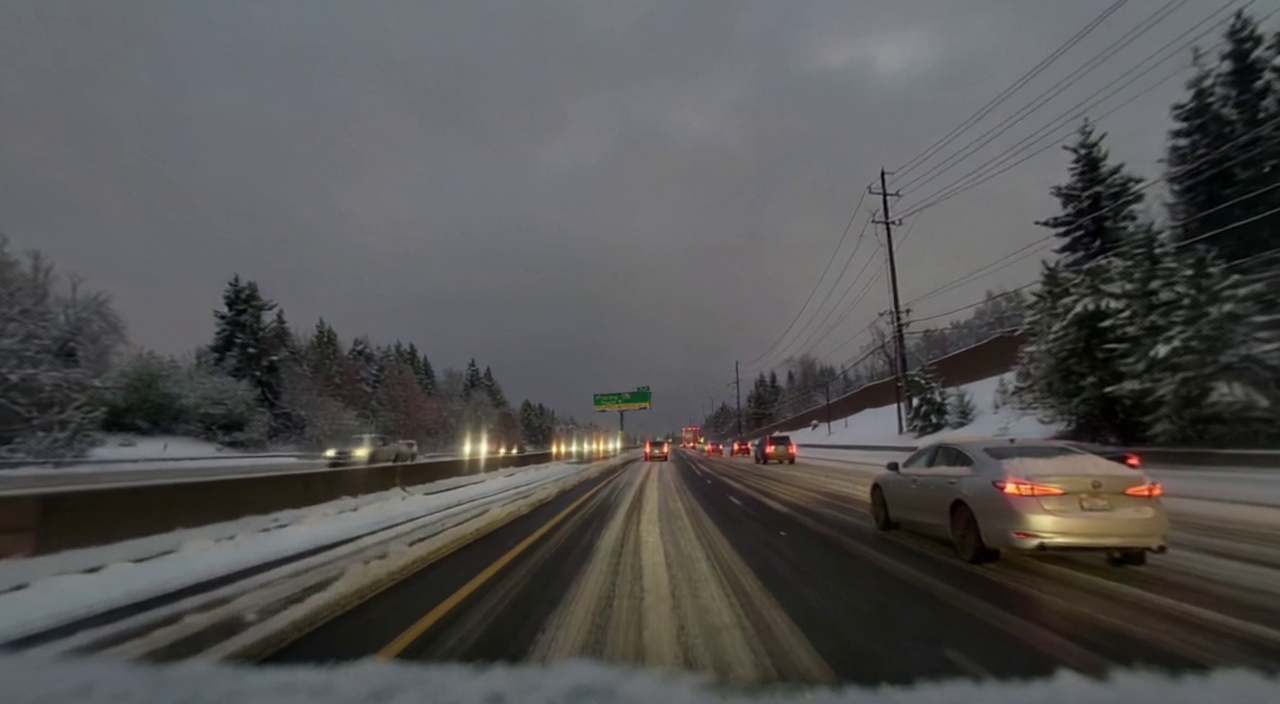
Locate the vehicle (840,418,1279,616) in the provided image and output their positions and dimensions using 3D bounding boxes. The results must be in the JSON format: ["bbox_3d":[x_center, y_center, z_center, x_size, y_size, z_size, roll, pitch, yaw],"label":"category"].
[{"bbox_3d":[3.959,1.571,7.024,1.986,1.478,4.429,0,-8,0],"label":"vehicle"}]

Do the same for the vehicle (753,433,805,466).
[{"bbox_3d":[8.145,5.734,37.341,2.041,1.821,4.562,0,-8,0],"label":"vehicle"}]

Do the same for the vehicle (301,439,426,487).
[{"bbox_3d":[-9.587,3.863,22.409,2.108,1.501,4.726,0,-8,3],"label":"vehicle"}]

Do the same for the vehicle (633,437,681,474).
[{"bbox_3d":[0.741,4.728,28.968,2.042,1.581,3.769,0,-8,0],"label":"vehicle"}]

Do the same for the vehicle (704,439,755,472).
[{"bbox_3d":[4.267,5.023,30.746,1.936,1.465,4.060,0,-8,1],"label":"vehicle"}]
